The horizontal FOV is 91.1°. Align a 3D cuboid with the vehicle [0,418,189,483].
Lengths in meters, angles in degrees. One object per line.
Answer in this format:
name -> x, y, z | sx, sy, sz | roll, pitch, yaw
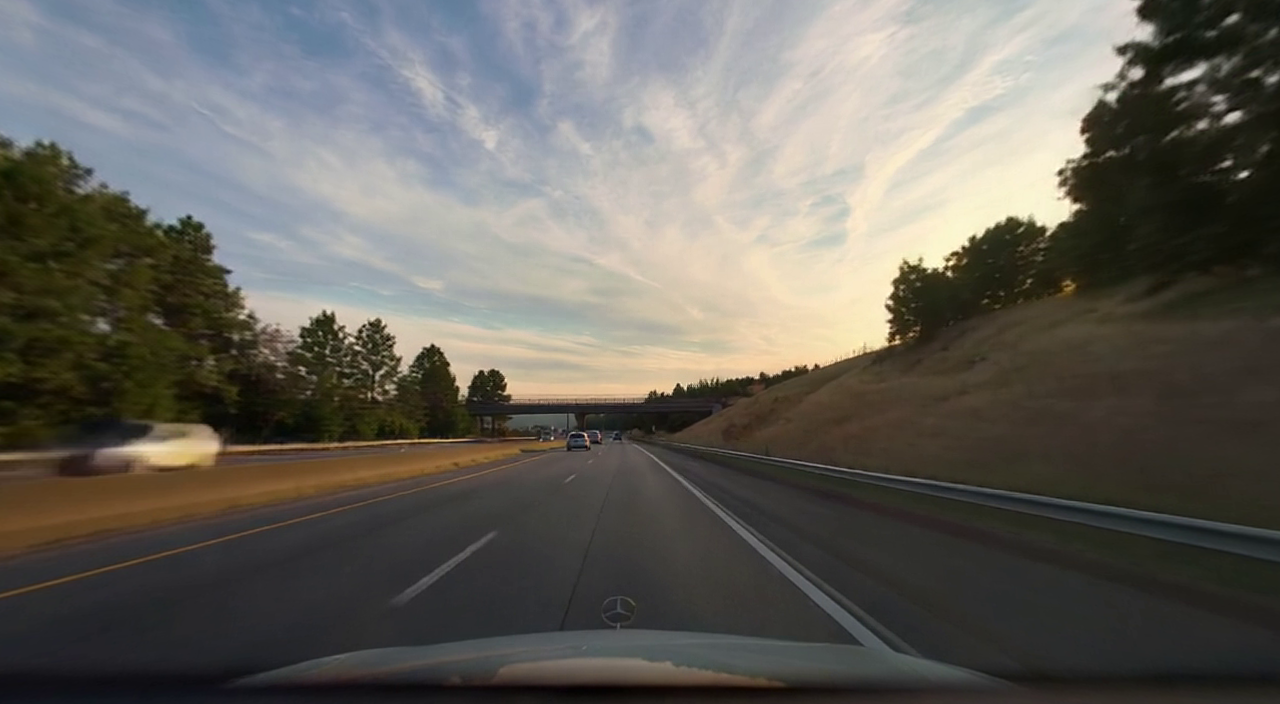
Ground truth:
vehicle -> -14.927, 2.650, 17.227 | 1.858, 1.521, 4.450 | 0, -8, -1
